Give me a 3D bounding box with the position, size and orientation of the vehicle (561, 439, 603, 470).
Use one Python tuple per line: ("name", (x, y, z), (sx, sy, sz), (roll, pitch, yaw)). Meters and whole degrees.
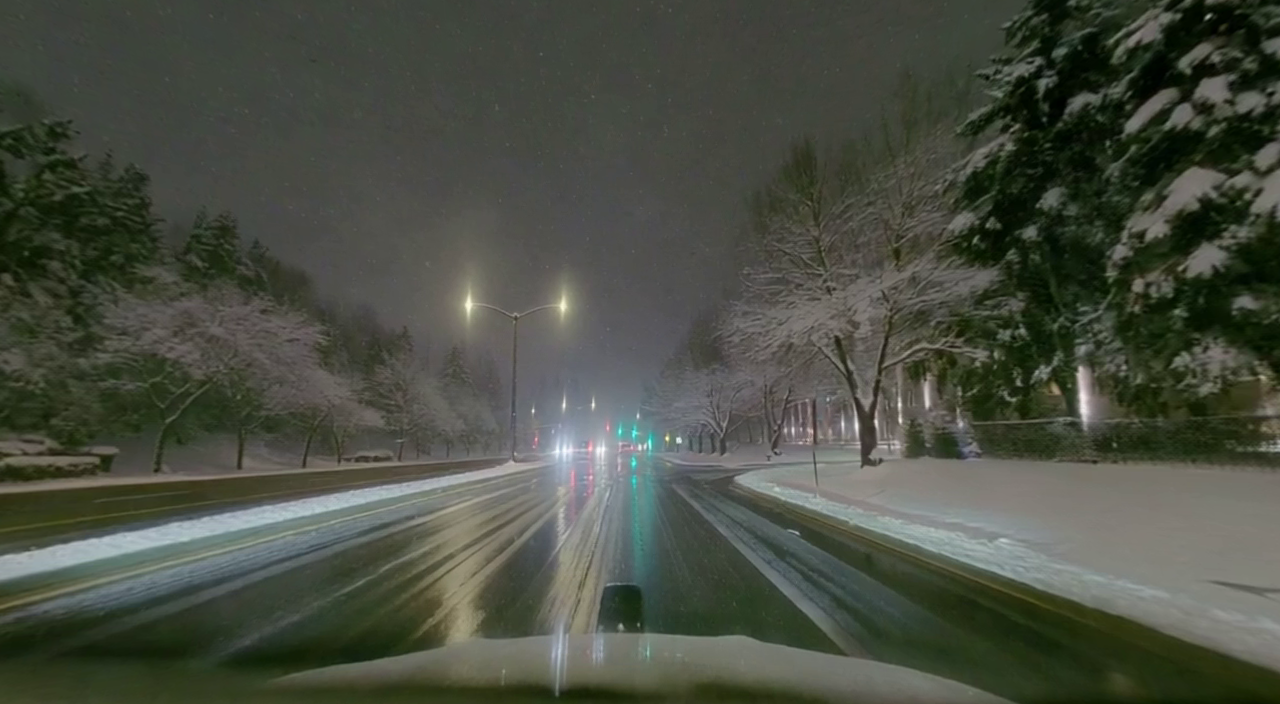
("vehicle", (-3.466, 6.256, 38.704), (2.179, 1.771, 4.267), (0, -9, 0))
